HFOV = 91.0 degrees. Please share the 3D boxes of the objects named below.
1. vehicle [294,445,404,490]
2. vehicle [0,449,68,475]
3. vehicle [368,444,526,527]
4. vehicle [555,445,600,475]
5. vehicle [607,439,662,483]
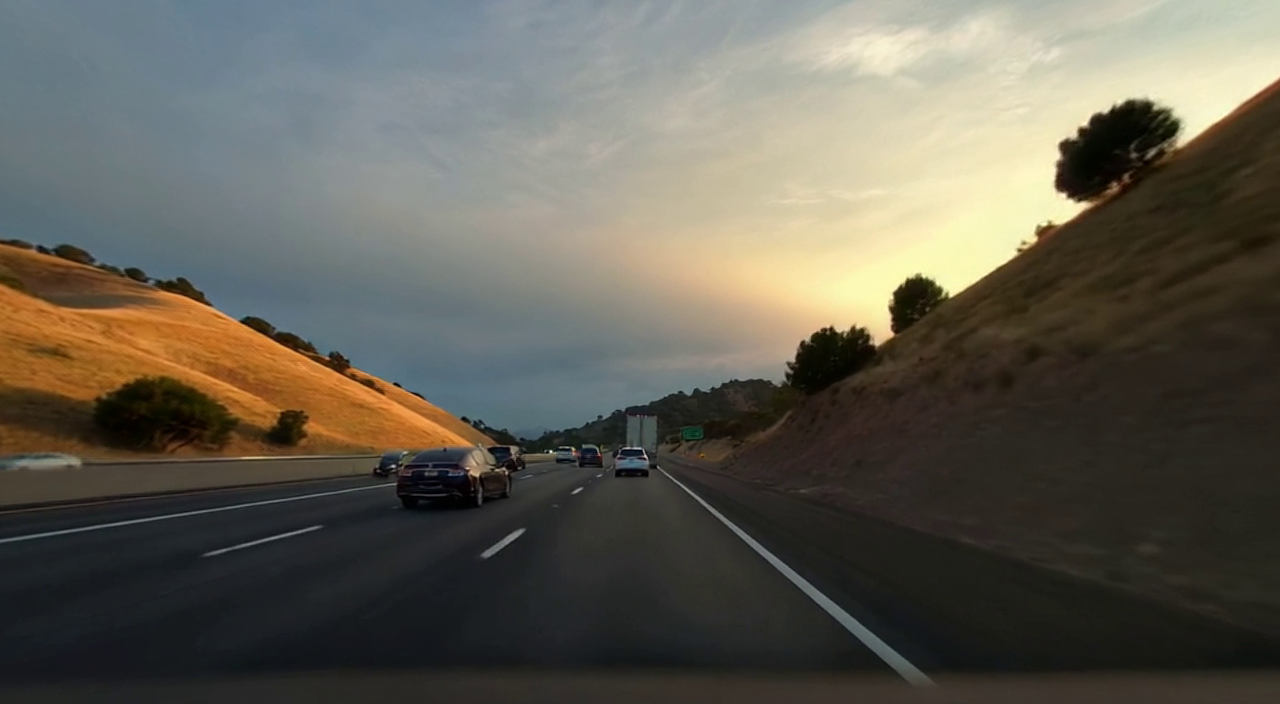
[{"bbox_3d":[-10.898,4.321,24.027,1.950,1.507,4.527,0,-9,1],"label":"vehicle"},{"bbox_3d":[-38.504,6.821,39.305,1.747,1.478,4.071,1,-9,0],"label":"vehicle"},{"bbox_3d":[-3.940,2.776,13.795,1.943,1.468,4.547,0,-9,1],"label":"vehicle"},{"bbox_3d":[-3.644,6.378,37.462,2.155,1.661,4.477,0,-9,1],"label":"vehicle"},{"bbox_3d":[-0.226,4.805,28.040,2.281,1.795,4.297,1,-9,0],"label":"vehicle"}]
